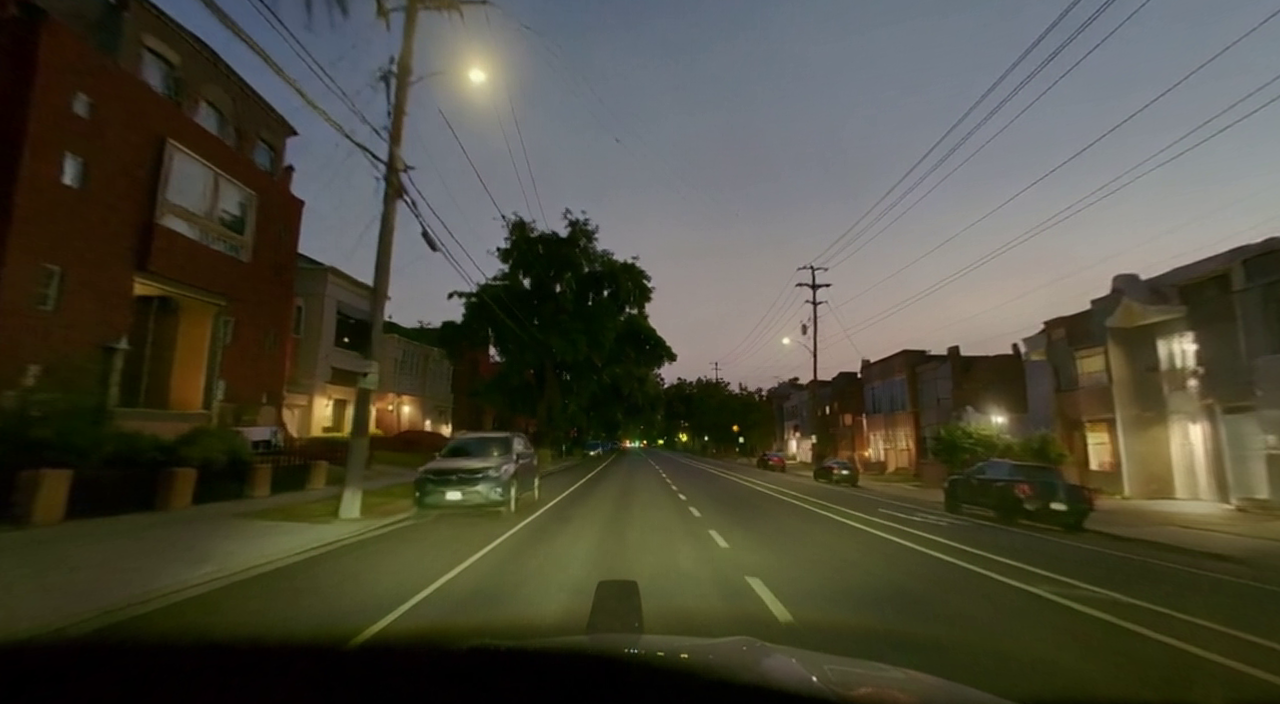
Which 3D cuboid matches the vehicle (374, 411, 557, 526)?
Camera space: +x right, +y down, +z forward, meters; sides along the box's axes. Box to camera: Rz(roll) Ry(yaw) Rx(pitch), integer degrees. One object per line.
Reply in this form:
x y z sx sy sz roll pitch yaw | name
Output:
-3.303 2.375 13.489 2.290 1.924 5.536 0 -8 0 | vehicle

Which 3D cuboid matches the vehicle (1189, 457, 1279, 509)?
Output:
22.313 4.537 22.110 4.172 1.630 2.112 0 -9 -2 | vehicle

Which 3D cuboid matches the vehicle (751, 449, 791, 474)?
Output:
9.490 7.966 46.045 1.930 1.456 4.511 8 -8 2 | vehicle

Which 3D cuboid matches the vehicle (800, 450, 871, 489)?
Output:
9.613 5.787 31.495 1.977 1.495 4.800 8 -8 1 | vehicle

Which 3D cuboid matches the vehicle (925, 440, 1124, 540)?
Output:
9.595 3.390 16.325 2.156 1.882 4.790 8 -8 1 | vehicle
